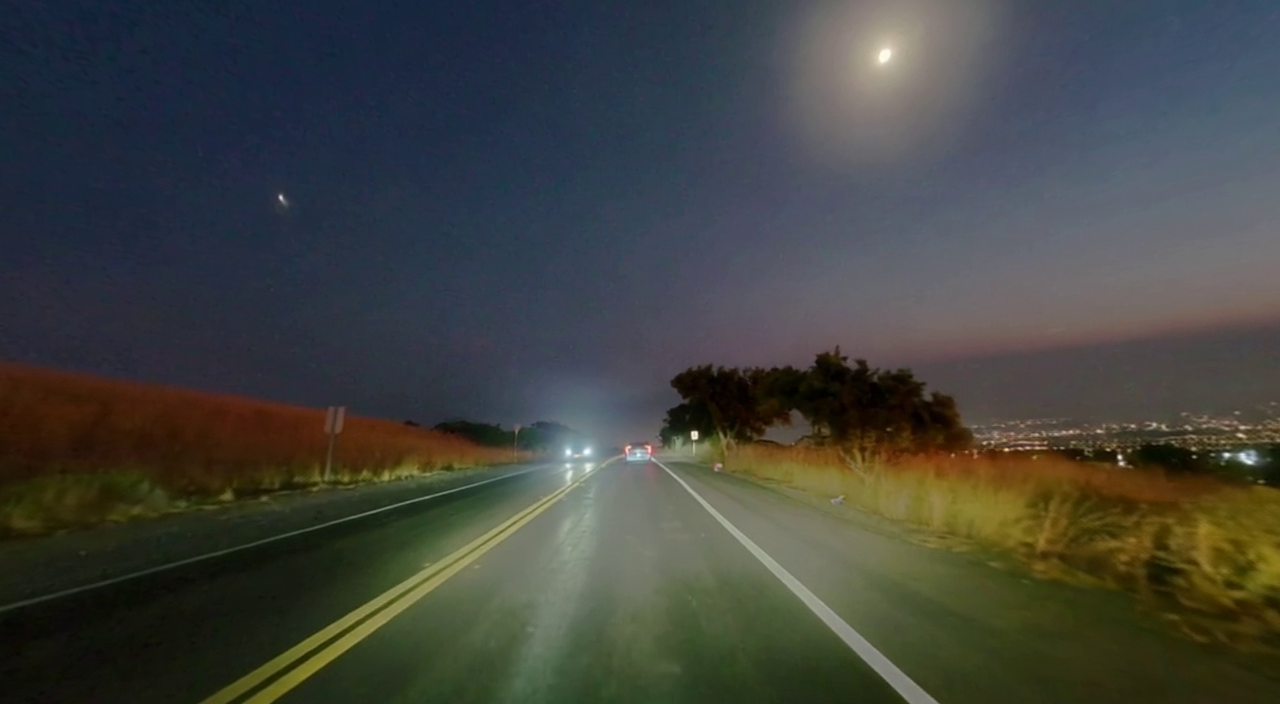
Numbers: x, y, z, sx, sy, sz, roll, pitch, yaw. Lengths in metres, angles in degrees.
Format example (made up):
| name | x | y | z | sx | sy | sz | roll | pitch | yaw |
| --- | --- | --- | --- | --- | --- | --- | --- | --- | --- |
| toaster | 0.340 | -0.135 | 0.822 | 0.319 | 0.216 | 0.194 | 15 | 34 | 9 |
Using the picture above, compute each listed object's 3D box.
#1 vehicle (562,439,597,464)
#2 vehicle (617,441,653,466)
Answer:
| name | x | y | z | sx | sy | sz | roll | pitch | yaw |
| --- | --- | --- | --- | --- | --- | --- | --- | --- | --- |
| vehicle | -4.630 | 7.702 | 49.073 | 2.236 | 1.848 | 4.683 | 0 | -9 | 0 |
| vehicle | -0.327 | 6.391 | 39.996 | 2.186 | 1.486 | 3.861 | 0 | -9 | 0 |
